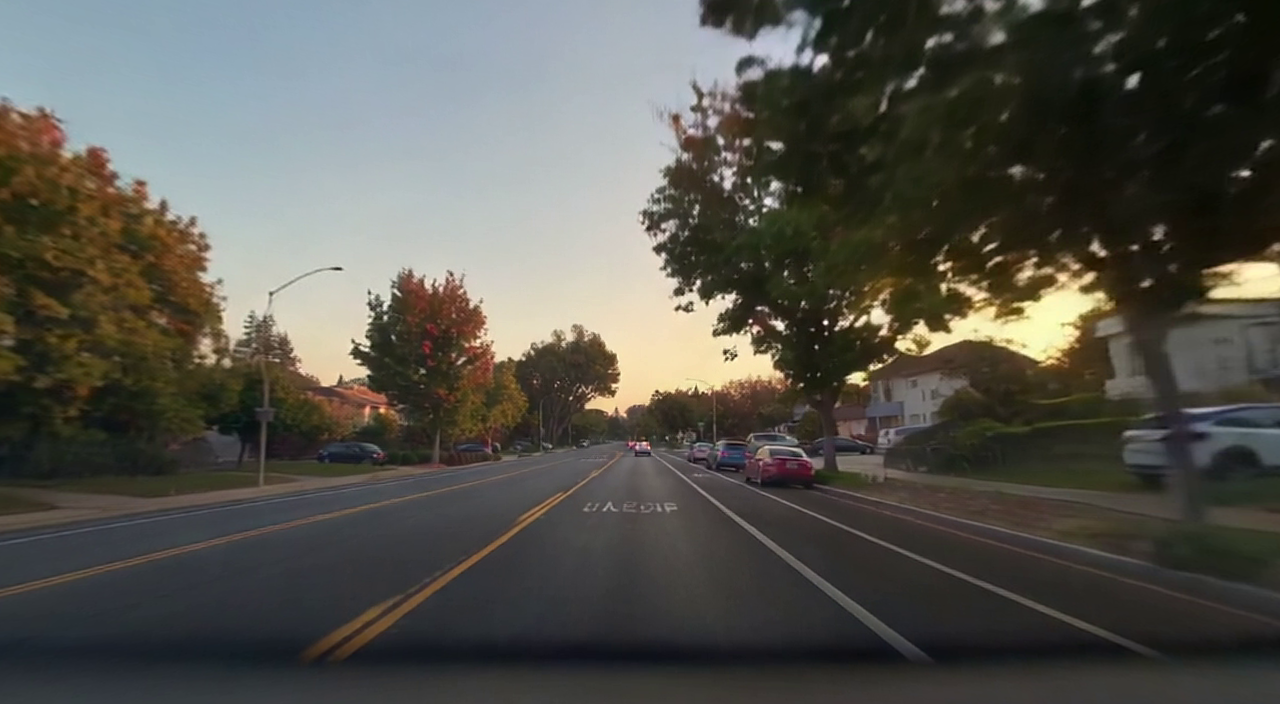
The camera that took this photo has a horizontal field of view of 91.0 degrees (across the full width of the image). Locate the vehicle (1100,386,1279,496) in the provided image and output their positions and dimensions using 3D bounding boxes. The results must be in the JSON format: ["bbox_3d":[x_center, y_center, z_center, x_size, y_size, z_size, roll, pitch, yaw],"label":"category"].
[{"bbox_3d":[12.548,1.766,12.569,4.857,1.987,2.296,0,-8,0],"label":"vehicle"}]

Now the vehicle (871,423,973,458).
[{"bbox_3d":[18.146,5.698,40.616,5.481,1.869,2.195,-2,-7,-7],"label":"vehicle"}]

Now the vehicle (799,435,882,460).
[{"bbox_3d":[12.598,6.022,39.756,4.593,1.480,1.819,0,-8,-2],"label":"vehicle"}]

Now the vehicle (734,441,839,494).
[{"bbox_3d":[4.514,3.628,20.360,1.968,1.467,5.107,0,-8,-3],"label":"vehicle"}]

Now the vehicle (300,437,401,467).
[{"bbox_3d":[-19.387,6.732,42.329,5.684,1.934,2.217,0,-8,0],"label":"vehicle"}]
